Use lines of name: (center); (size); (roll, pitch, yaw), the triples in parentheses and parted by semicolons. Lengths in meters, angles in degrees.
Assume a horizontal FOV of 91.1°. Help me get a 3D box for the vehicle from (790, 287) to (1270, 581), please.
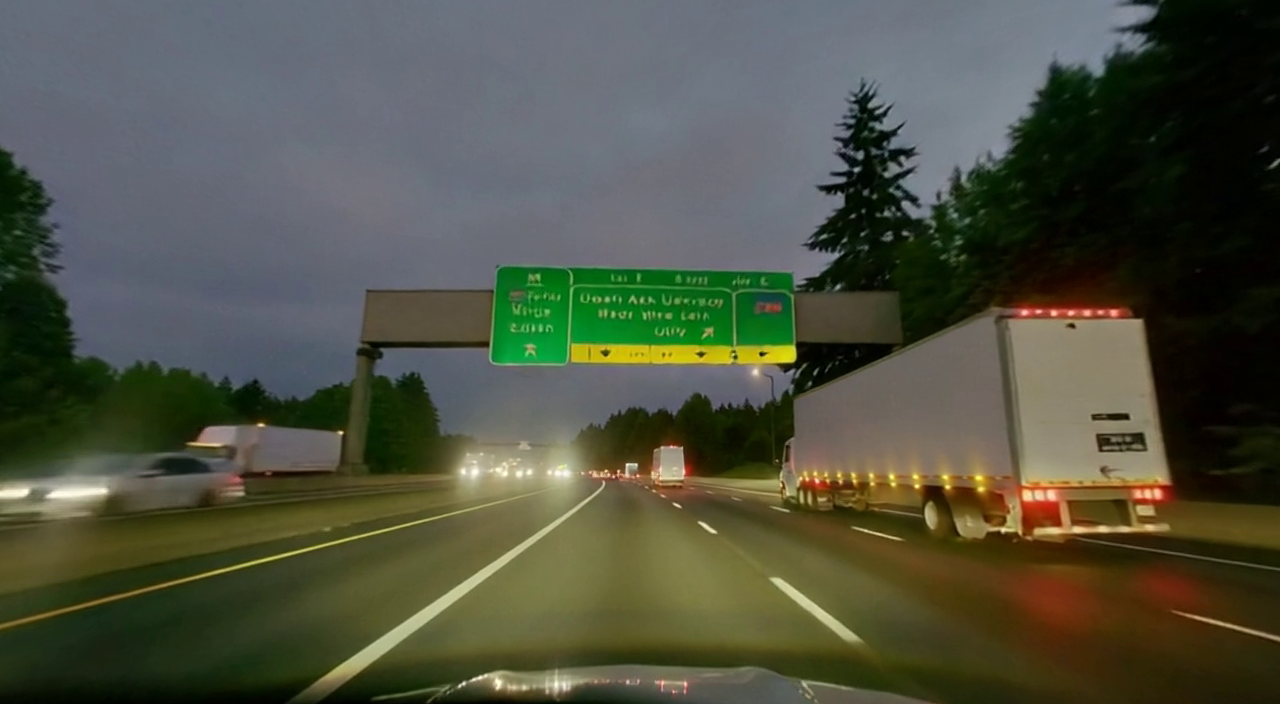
vehicle: (7.078, 2.374, 15.966); (2.866, 4.102, 14.351); (1, -10, -1)

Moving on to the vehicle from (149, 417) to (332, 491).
vehicle: (-22.729, 6.172, 37.213); (2.830, 3.591, 12.563); (1, -10, -1)

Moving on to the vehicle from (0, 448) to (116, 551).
vehicle: (-10.572, 2.101, 8.913); (2.184, 1.496, 4.687); (1, -10, 0)

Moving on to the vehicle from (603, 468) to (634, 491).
vehicle: (-1.569, 9.129, 45.116); (2.106, 1.524, 4.381); (1, -10, -2)
